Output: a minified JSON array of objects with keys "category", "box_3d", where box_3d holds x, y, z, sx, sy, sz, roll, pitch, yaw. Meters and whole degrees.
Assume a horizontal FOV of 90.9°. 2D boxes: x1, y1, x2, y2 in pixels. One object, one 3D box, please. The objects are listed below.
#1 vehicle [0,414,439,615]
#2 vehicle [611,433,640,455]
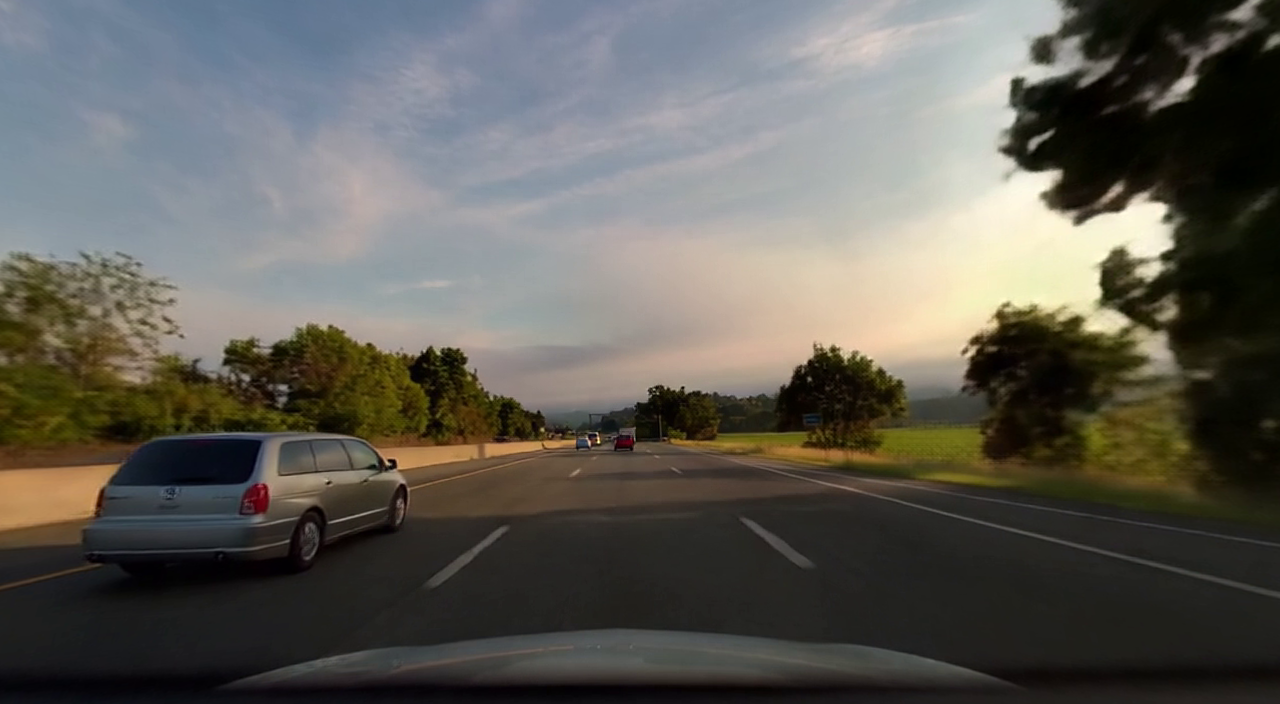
[{"category":"vehicle","box_3d":[-3.803,1.489,6.809,1.931,1.483,4.105,0,-8,-1]},{"category":"vehicle","box_3d":[-1.068,7.119,48.870,2.162,1.616,4.242,0,-8,0]}]
